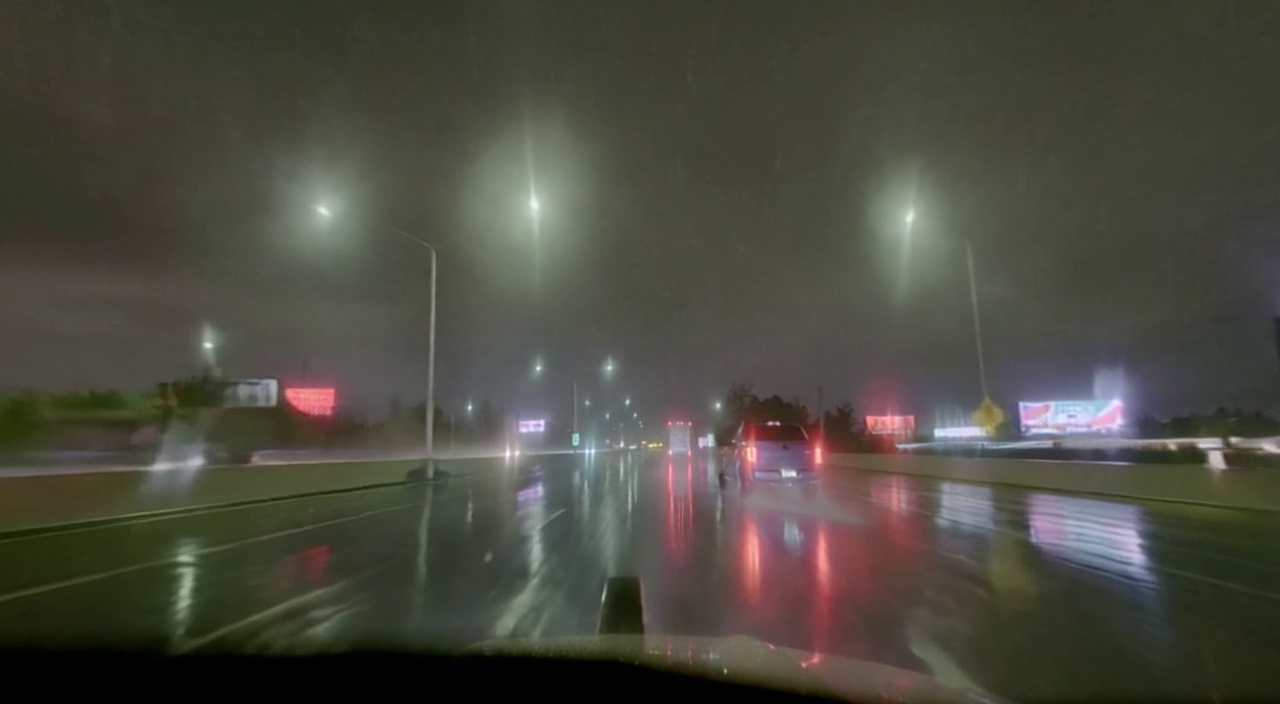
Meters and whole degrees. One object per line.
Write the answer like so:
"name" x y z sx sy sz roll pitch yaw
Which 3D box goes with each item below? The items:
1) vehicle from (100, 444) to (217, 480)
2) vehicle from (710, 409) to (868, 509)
"vehicle" -24.471 5.611 32.280 1.940 1.663 4.937 -1 -9 2
"vehicle" 3.583 2.818 16.871 2.740 2.157 6.300 0 -9 1
